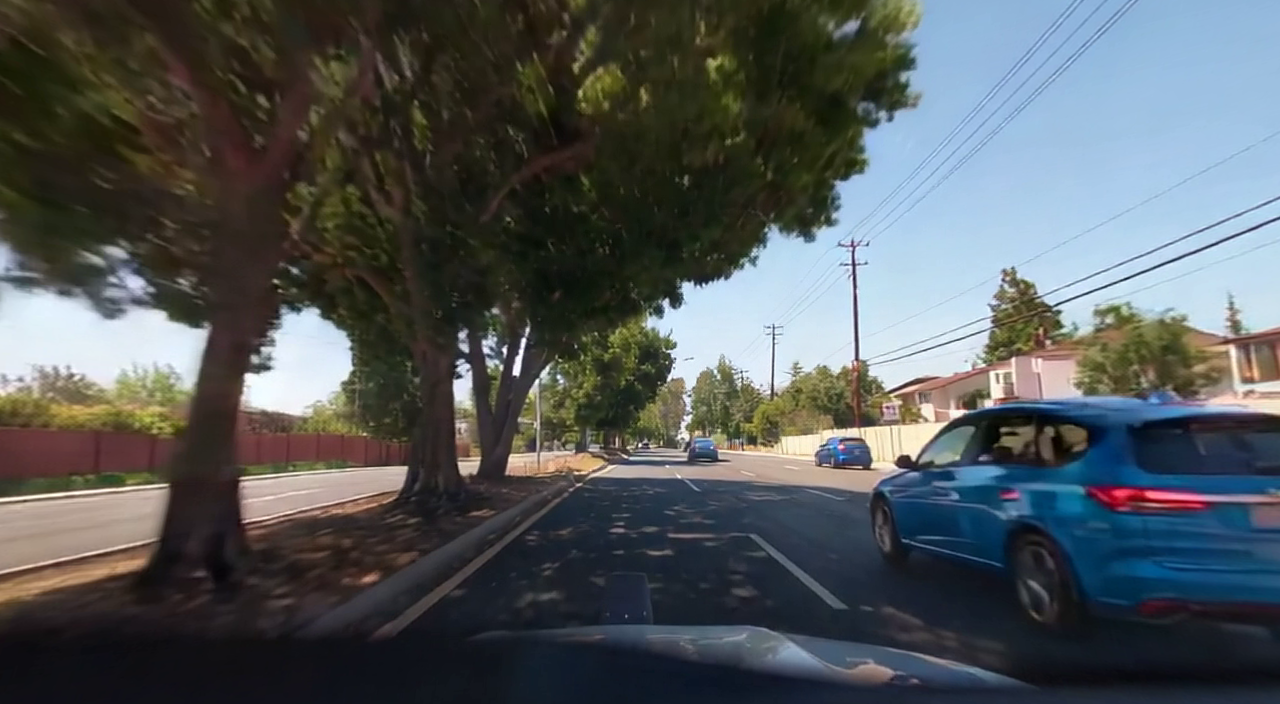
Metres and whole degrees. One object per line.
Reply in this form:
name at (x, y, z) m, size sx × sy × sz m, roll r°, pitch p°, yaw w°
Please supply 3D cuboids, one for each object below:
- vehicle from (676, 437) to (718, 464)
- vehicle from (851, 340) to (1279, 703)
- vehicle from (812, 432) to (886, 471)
vehicle at (3.365, 5.902, 37.853) m, size 2.063 × 1.481 × 4.247 m, roll 0°, pitch -8°, yaw 0°
vehicle at (3.600, 1.141, 5.122) m, size 2.176 × 1.752 × 4.628 m, roll 0°, pitch -8°, yaw 0°
vehicle at (9.912, 4.755, 30.221) m, size 1.978 × 1.700 × 4.461 m, roll 0°, pitch -8°, yaw 0°
